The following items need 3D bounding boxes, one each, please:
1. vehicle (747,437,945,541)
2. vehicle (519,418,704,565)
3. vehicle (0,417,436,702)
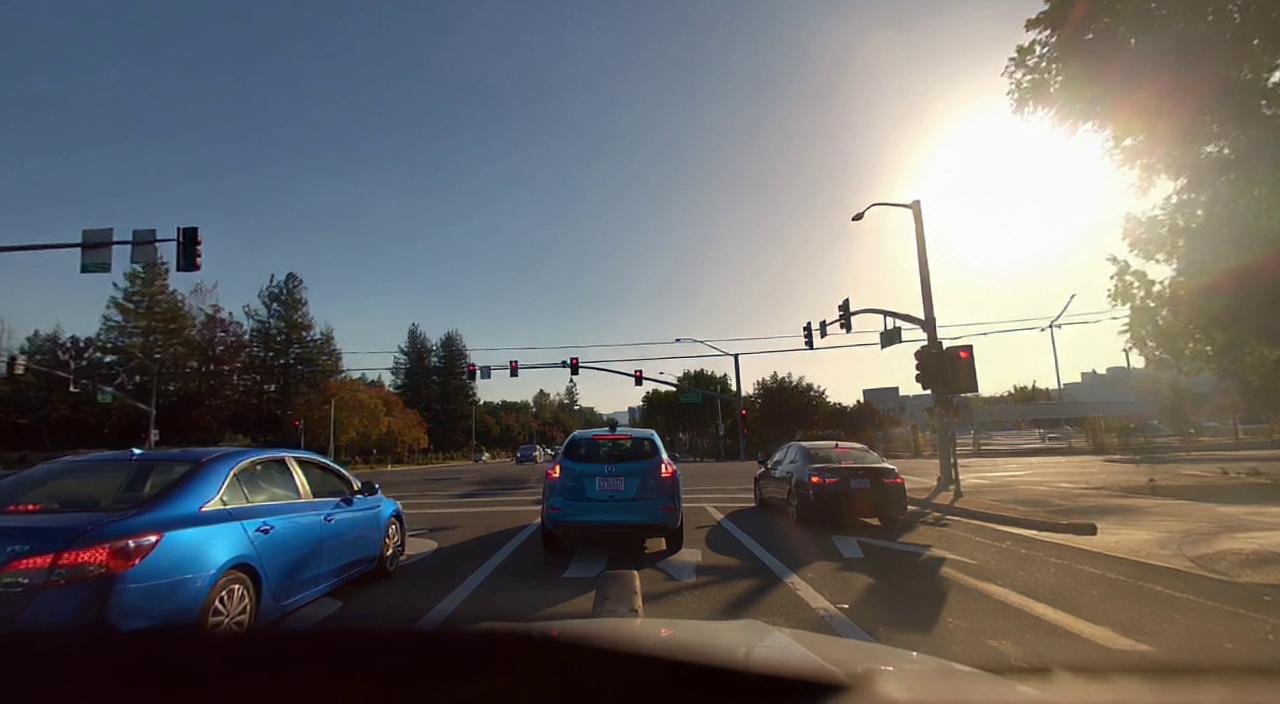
[{"bbox_3d":[3.295,2.274,11.196,1.970,1.449,4.433,0,-8,-1],"label":"vehicle"},{"bbox_3d":[-0.348,1.833,8.987,2.038,1.599,3.844,0,-8,-1],"label":"vehicle"},{"bbox_3d":[-3.578,1.421,5.602,2.052,1.472,4.479,0,-8,0],"label":"vehicle"}]
